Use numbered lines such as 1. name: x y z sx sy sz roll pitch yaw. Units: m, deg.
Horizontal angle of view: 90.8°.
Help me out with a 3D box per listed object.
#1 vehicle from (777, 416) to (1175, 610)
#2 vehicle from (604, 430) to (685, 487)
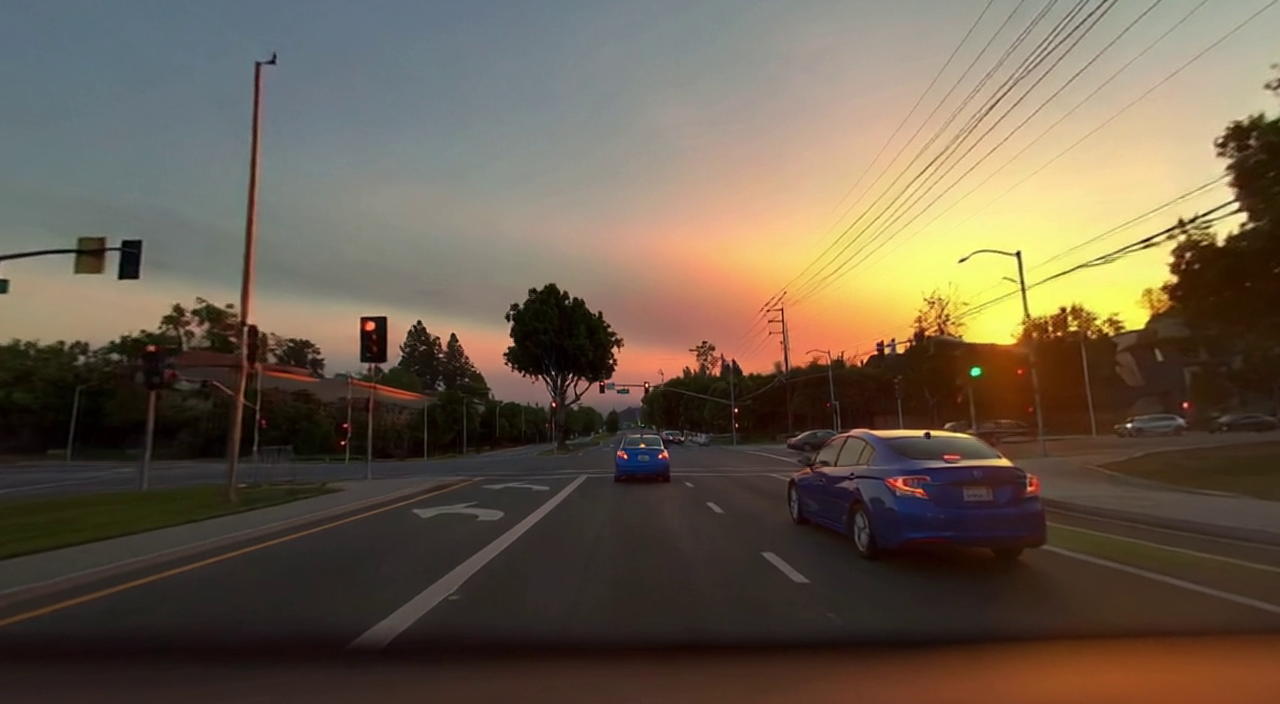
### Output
1. vehicle: 3.008 1.533 6.956 2.004 1.448 4.263 0 -8 0
2. vehicle: 0.128 3.057 18.412 2.110 1.466 3.860 0 -8 0
